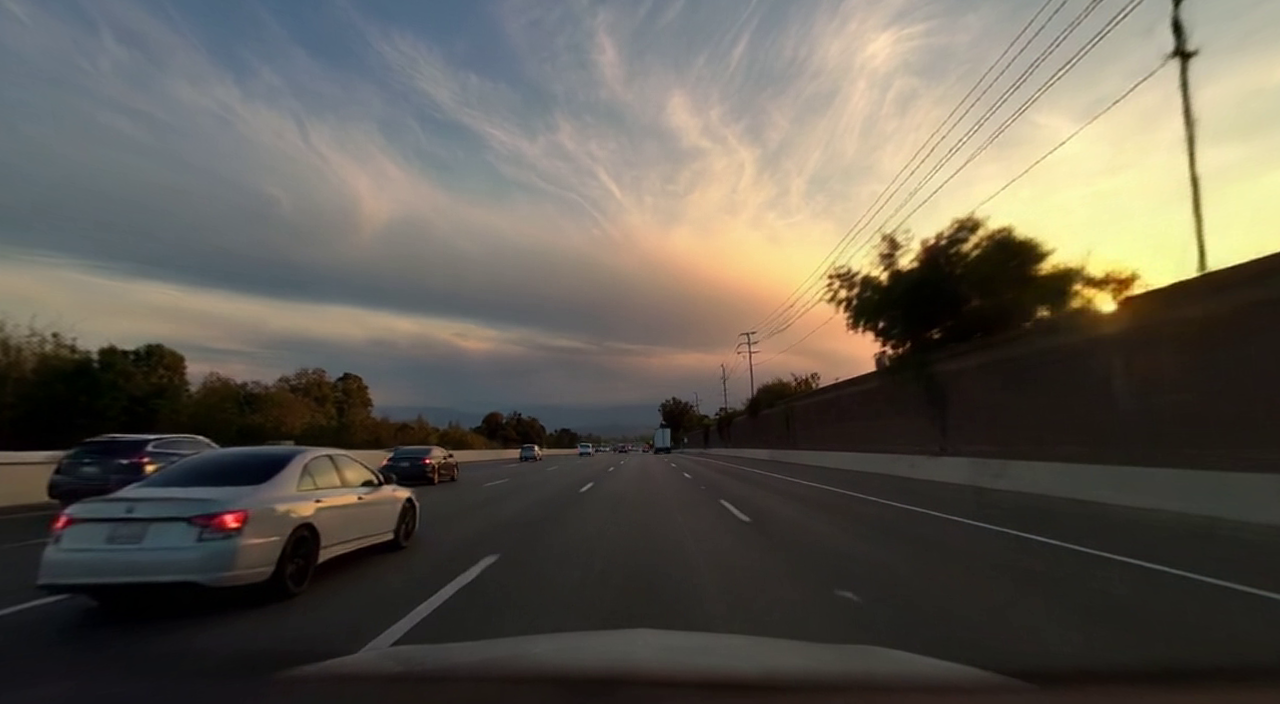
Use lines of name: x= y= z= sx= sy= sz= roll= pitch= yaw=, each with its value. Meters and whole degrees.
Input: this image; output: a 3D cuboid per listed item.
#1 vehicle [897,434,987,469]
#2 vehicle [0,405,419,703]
vehicle: x=18.214 y=6.035 z=38.439 sx=2.272 sy=1.938 sz=5.988 roll=0 pitch=-9 yaw=-3
vehicle: x=-3.616 y=1.312 z=4.704 sx=2.045 sy=1.532 sz=4.954 roll=0 pitch=-9 yaw=1
